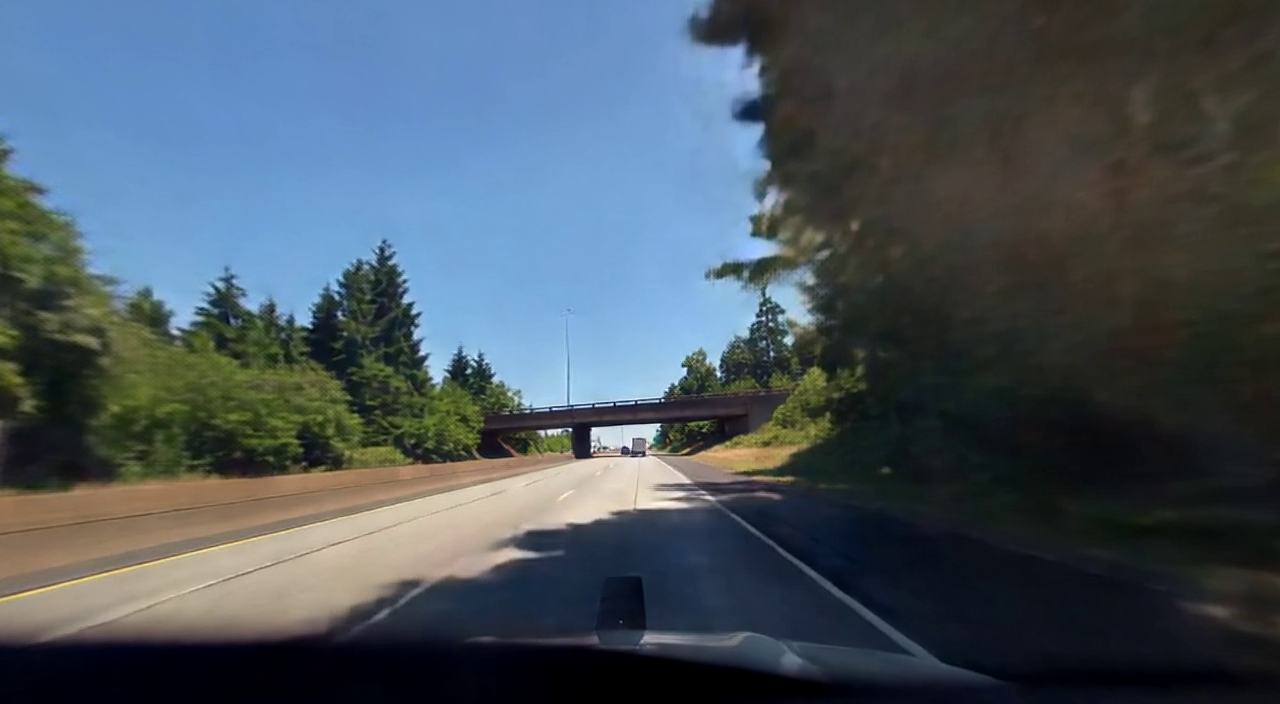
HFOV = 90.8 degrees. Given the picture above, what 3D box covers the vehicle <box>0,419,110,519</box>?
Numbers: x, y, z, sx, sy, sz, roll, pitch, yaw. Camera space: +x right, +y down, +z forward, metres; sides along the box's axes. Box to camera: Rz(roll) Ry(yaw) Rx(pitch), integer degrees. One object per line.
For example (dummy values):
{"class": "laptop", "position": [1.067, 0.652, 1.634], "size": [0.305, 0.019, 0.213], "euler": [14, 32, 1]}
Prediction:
{"class": "vehicle", "position": [-17.186, 3.053, 16.545], "size": [2.332, 2.487, 4.648], "euler": [0, -9, 1]}
